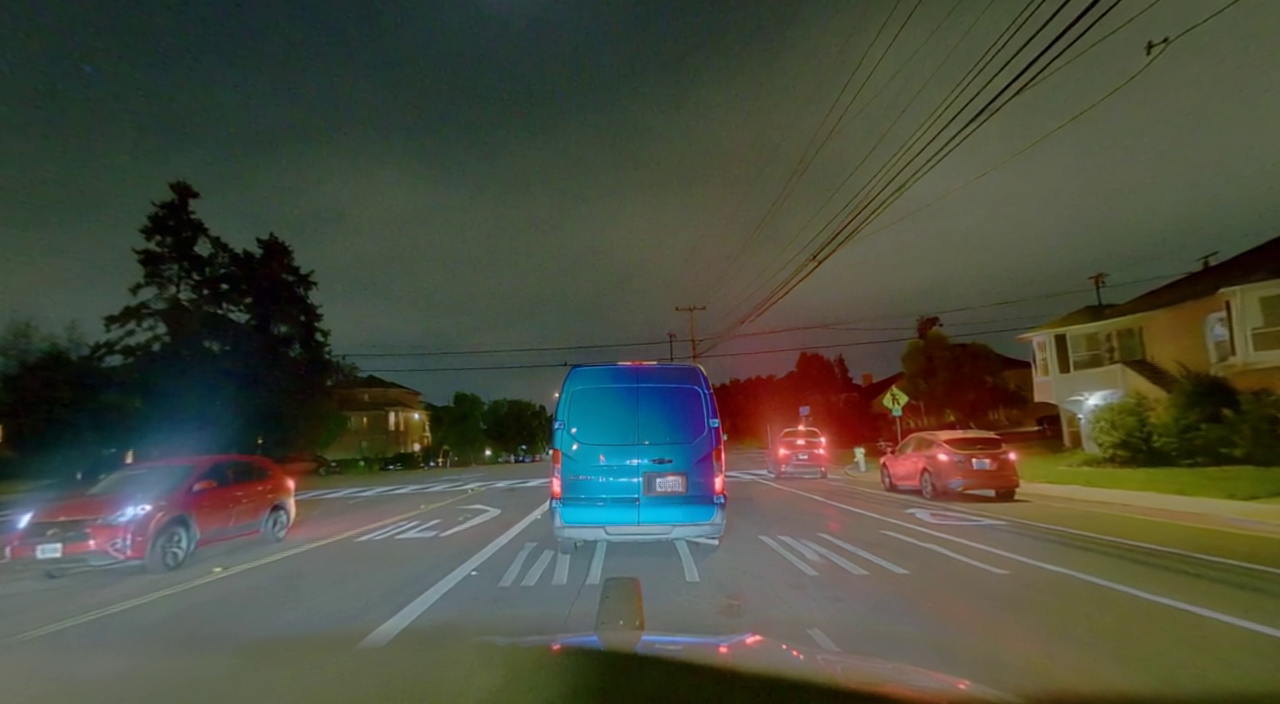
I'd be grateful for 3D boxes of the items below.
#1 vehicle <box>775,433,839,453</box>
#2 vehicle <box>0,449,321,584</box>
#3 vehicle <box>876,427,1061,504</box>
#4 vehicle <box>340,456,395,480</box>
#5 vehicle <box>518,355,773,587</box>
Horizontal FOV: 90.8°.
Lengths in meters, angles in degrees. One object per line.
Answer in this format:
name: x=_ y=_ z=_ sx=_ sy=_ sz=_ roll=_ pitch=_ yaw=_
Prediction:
vehicle: x=13.152 y=7.186 z=49.815 sx=4.483 sy=1.463 sz=1.805 roll=0 pitch=-8 yaw=-1
vehicle: x=-7.490 y=2.508 z=10.615 sx=1.997 sy=1.724 sz=4.417 roll=0 pitch=-9 yaw=-1
vehicle: x=7.350 y=2.570 z=14.726 sx=1.883 sy=1.504 sz=4.220 roll=0 pitch=-9 yaw=-2
vehicle: x=-18.335 y=7.807 z=42.721 sx=1.816 sy=1.445 sz=4.120 roll=0 pitch=-9 yaw=0
vehicle: x=0.057 y=1.451 z=8.342 sx=2.342 sy=2.142 sz=4.809 roll=0 pitch=-9 yaw=0
